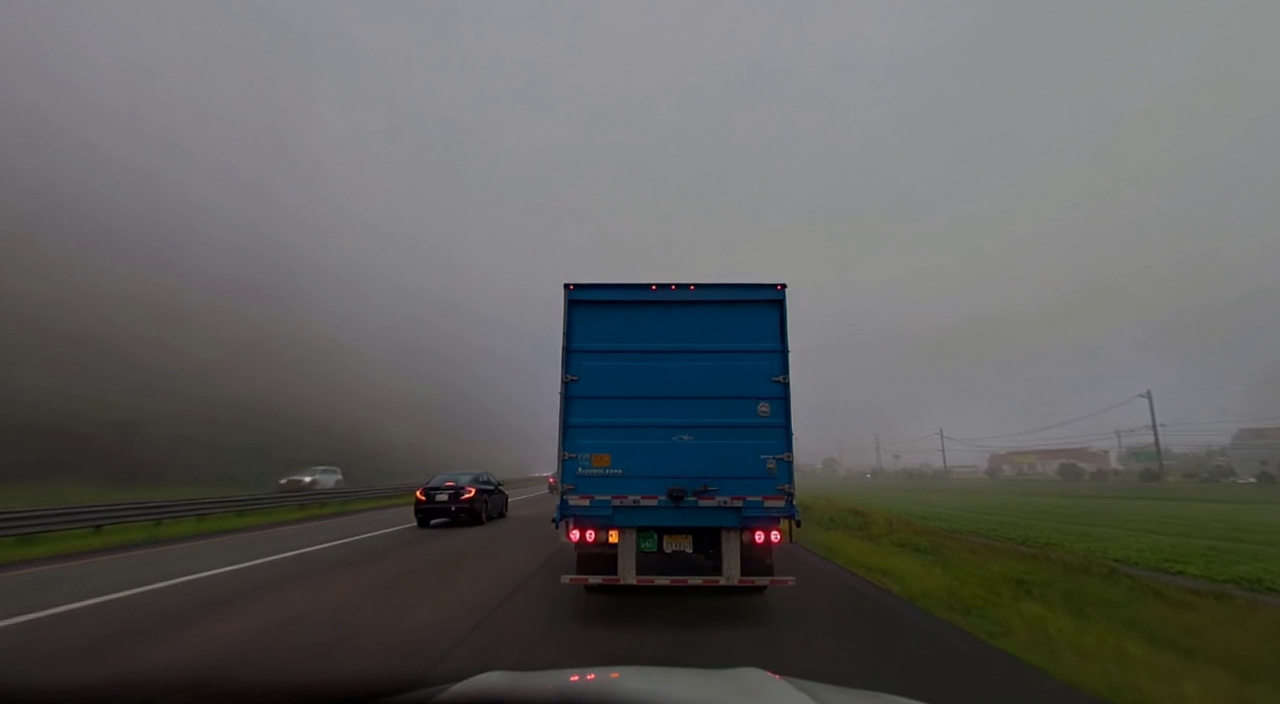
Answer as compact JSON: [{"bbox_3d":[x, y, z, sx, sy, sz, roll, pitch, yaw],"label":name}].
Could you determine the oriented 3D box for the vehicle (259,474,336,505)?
[{"bbox_3d":[-18.840,7.555,34.857,1.868,1.579,4.060,0,-11,2],"label":"vehicle"}]

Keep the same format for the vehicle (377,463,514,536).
[{"bbox_3d":[-4.486,3.494,15.355,1.891,1.469,4.431,1,-11,0],"label":"vehicle"}]

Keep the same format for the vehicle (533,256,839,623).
[{"bbox_3d":[0.599,1.545,10.429,2.831,3.529,8.689,0,-11,2],"label":"vehicle"}]
